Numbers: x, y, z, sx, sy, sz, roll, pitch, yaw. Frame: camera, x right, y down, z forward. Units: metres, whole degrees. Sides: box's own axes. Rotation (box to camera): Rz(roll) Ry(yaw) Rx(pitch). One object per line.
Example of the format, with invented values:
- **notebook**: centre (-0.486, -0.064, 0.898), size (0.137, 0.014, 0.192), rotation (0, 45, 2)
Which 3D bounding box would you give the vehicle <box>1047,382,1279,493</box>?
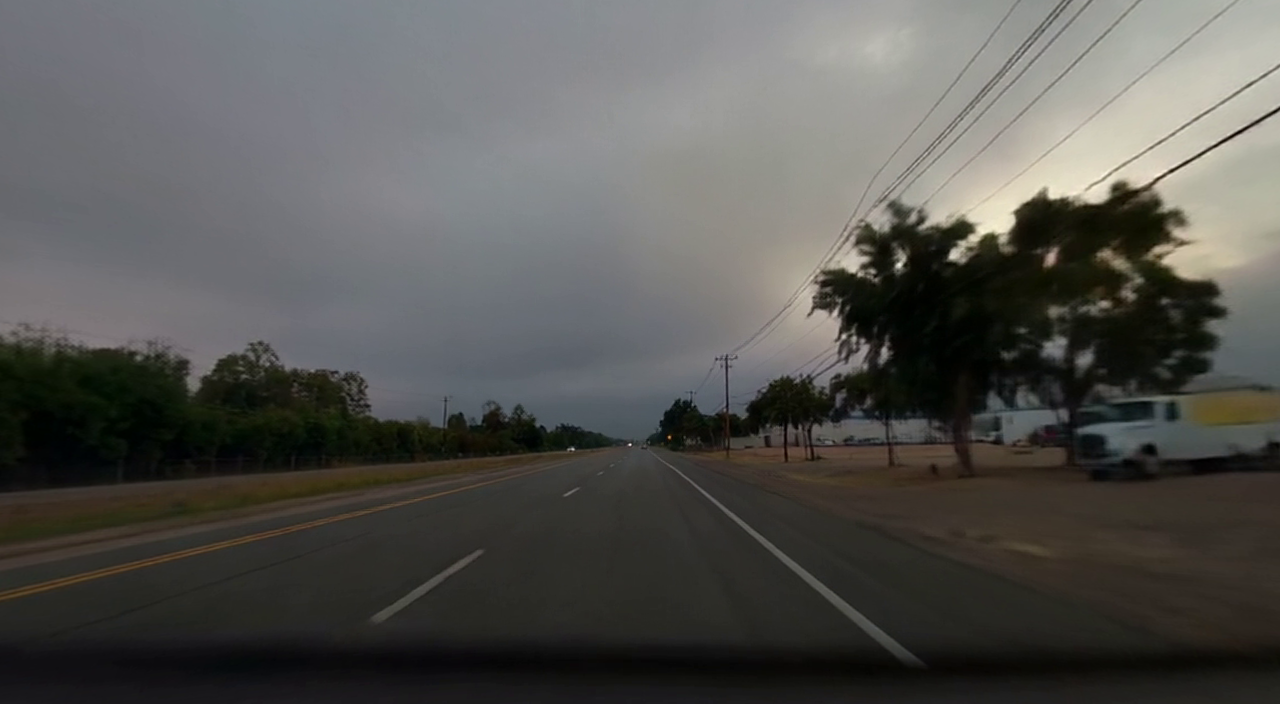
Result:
- **vehicle**: centre (15.504, 2.426, 17.936), size (2.923, 2.494, 7.148), rotation (-1, -8, -1)
